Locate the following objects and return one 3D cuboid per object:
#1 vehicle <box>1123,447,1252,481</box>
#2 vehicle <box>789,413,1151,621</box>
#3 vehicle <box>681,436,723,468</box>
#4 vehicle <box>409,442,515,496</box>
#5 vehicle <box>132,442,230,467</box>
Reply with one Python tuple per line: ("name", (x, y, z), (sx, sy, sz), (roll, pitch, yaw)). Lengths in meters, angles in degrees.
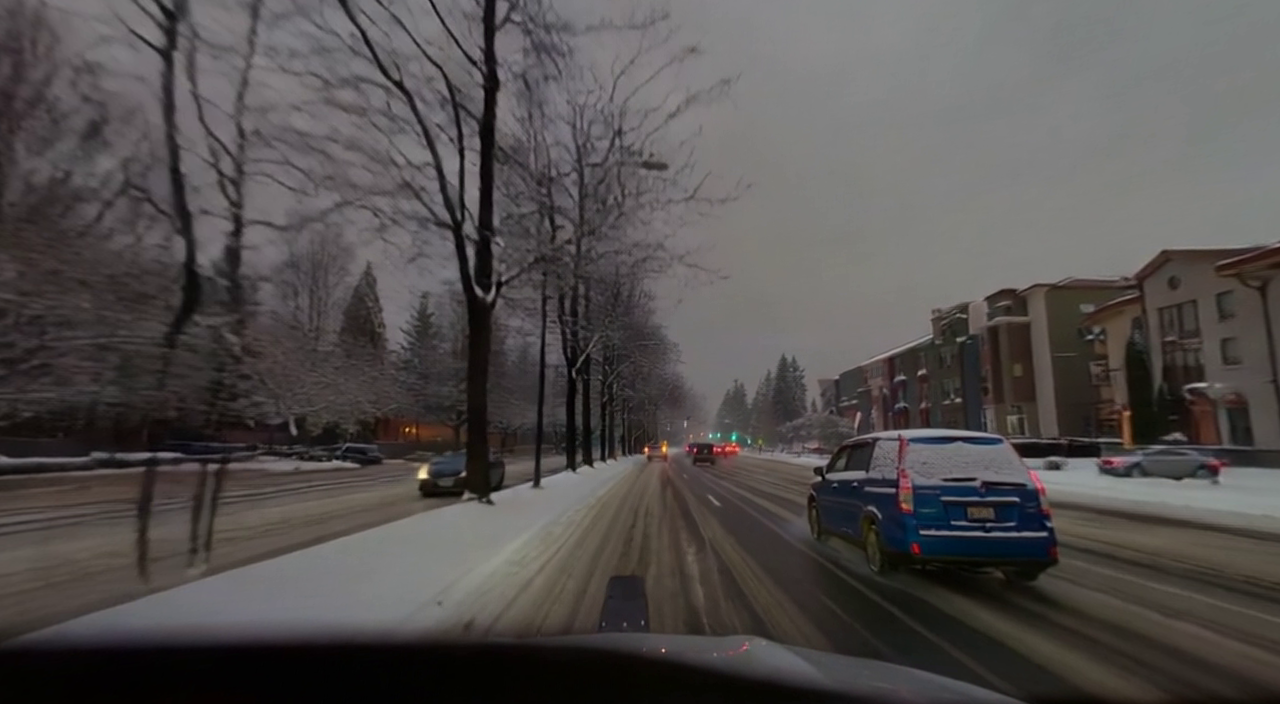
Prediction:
("vehicle", (28.080, 5.730, 32.506), (4.391, 1.600, 2.137), (-2, -8, 15))
("vehicle", (3.103, 1.596, 7.067), (1.901, 1.634, 3.952), (0, -8, 0))
("vehicle", (3.823, 6.248, 39.528), (2.154, 1.844, 4.634), (0, -8, 0))
("vehicle", (-5.318, 3.529, 19.516), (1.953, 1.462, 4.297), (0, -8, 1))
("vehicle", (-28.121, 6.296, 38.663), (4.783, 1.452, 1.753), (-1, -8, 5))
